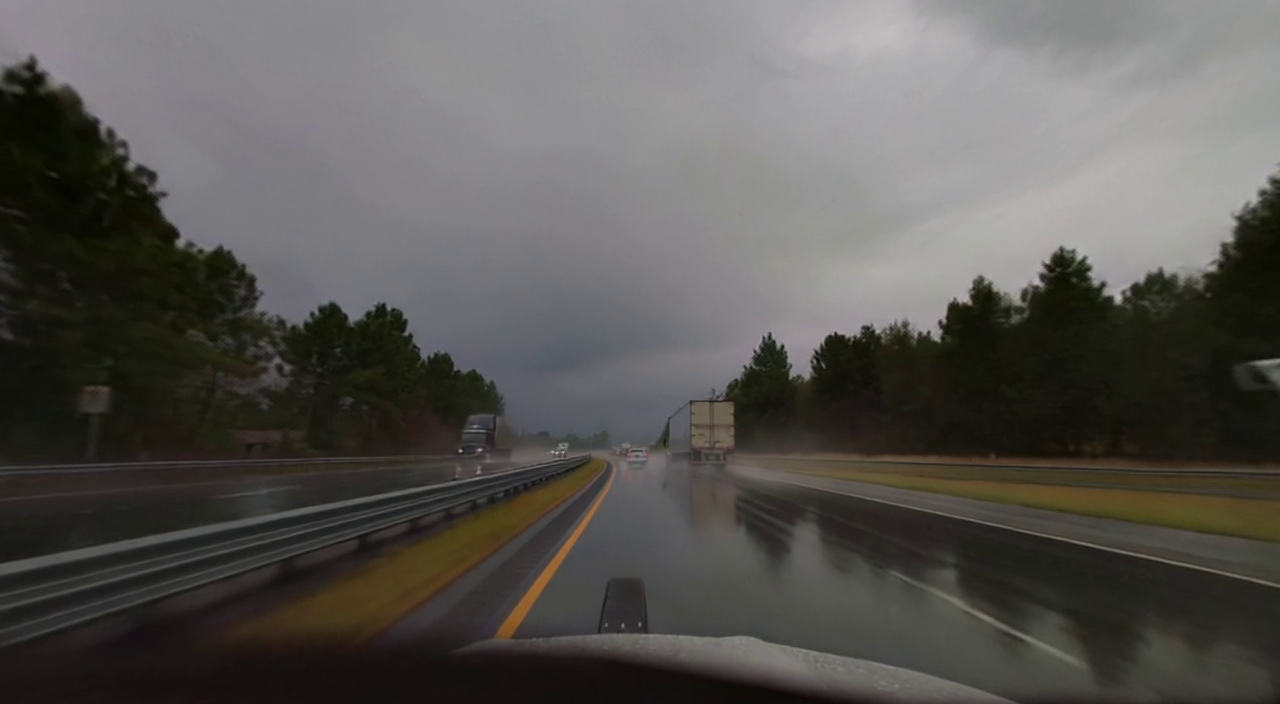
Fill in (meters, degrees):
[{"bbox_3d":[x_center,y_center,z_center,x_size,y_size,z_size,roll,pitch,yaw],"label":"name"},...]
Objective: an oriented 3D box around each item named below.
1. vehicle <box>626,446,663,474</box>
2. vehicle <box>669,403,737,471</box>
[{"bbox_3d":[0.210,6.373,37.439,2.051,1.513,4.511,0,-9,-1],"label":"vehicle"},{"bbox_3d":[4.090,6.192,44.923,2.883,4.057,14.579,0,-9,-2],"label":"vehicle"}]
